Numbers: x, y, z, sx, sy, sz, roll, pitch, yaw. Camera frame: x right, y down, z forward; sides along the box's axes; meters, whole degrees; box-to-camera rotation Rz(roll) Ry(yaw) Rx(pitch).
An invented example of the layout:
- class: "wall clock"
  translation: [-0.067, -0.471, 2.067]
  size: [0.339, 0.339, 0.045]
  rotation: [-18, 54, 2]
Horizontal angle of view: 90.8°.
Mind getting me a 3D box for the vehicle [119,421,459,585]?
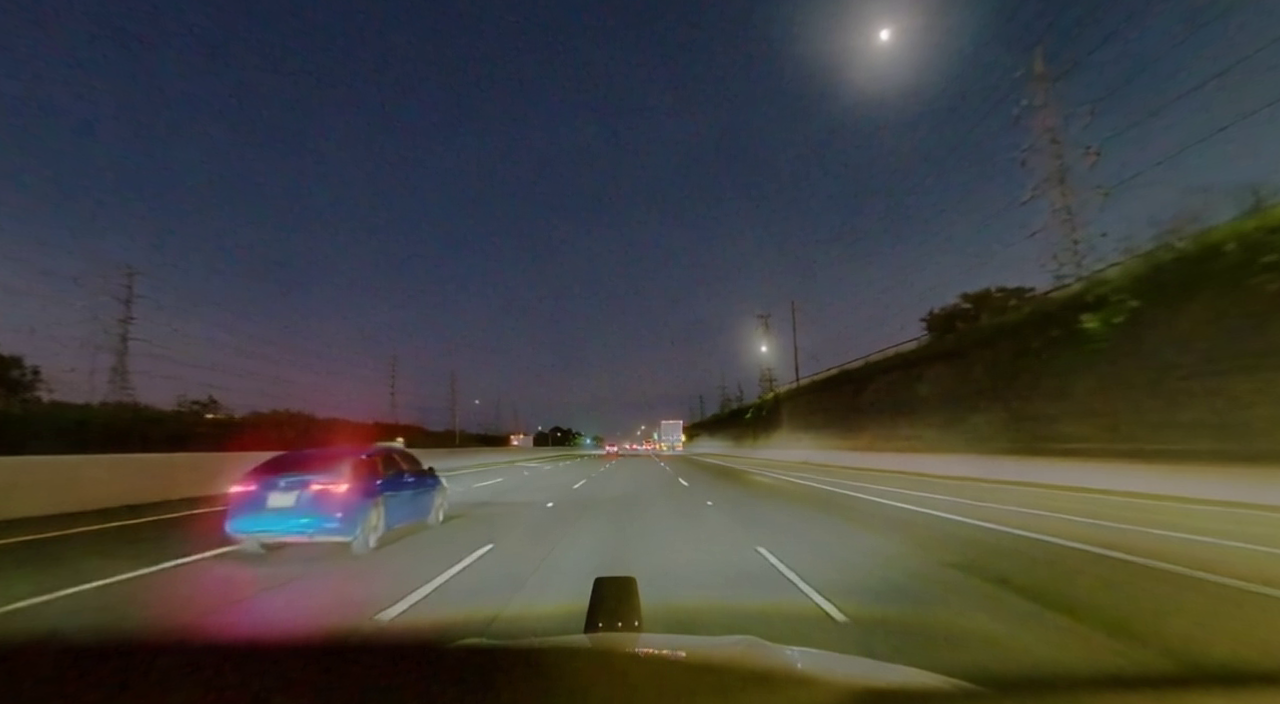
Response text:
- class: "vehicle"
  translation: [-3.978, 1.774, 8.217]
  size: [2.009, 1.533, 4.175]
  rotation: [-1, -9, 0]
